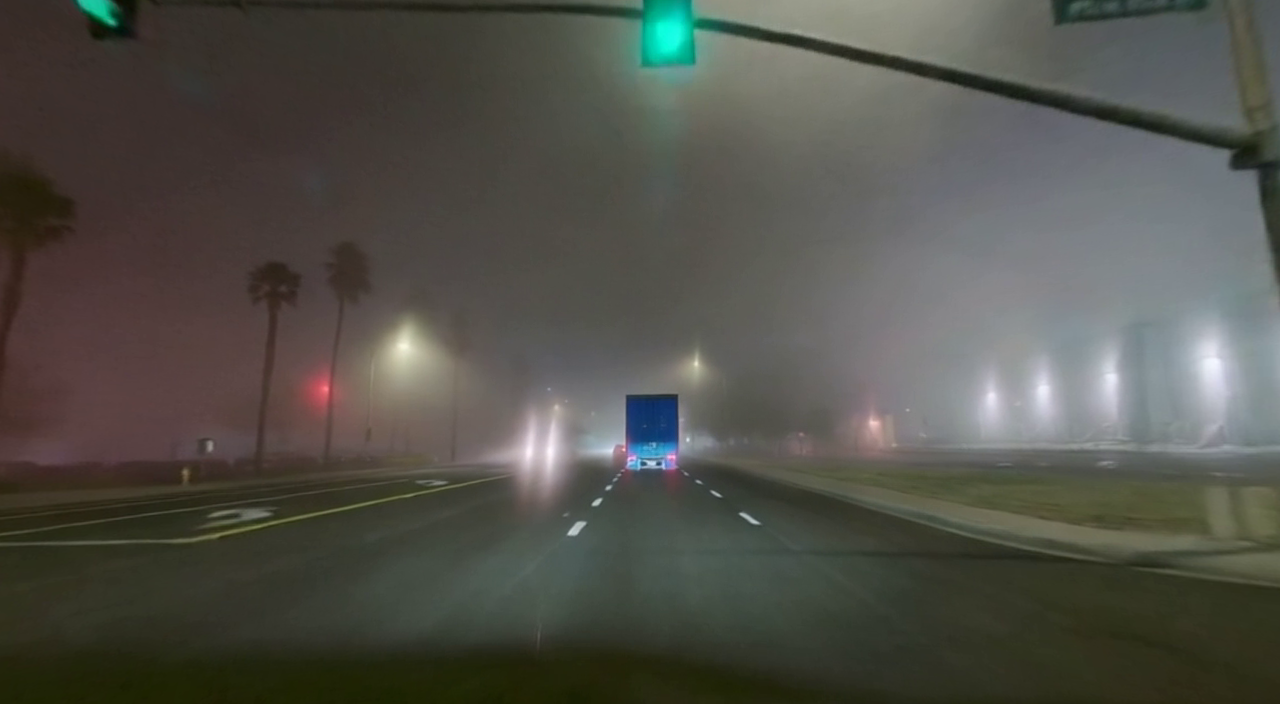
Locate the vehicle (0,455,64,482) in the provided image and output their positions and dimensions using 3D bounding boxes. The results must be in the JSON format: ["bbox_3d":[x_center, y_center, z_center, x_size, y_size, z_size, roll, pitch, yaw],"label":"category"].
[{"bbox_3d":[-36.167,6.736,36.371,3.743,1.448,1.780,0,-8,1],"label":"vehicle"}]

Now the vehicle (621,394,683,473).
[{"bbox_3d":[0.446,4.998,37.680,2.992,3.949,11.815,1,-8,-2],"label":"vehicle"}]
